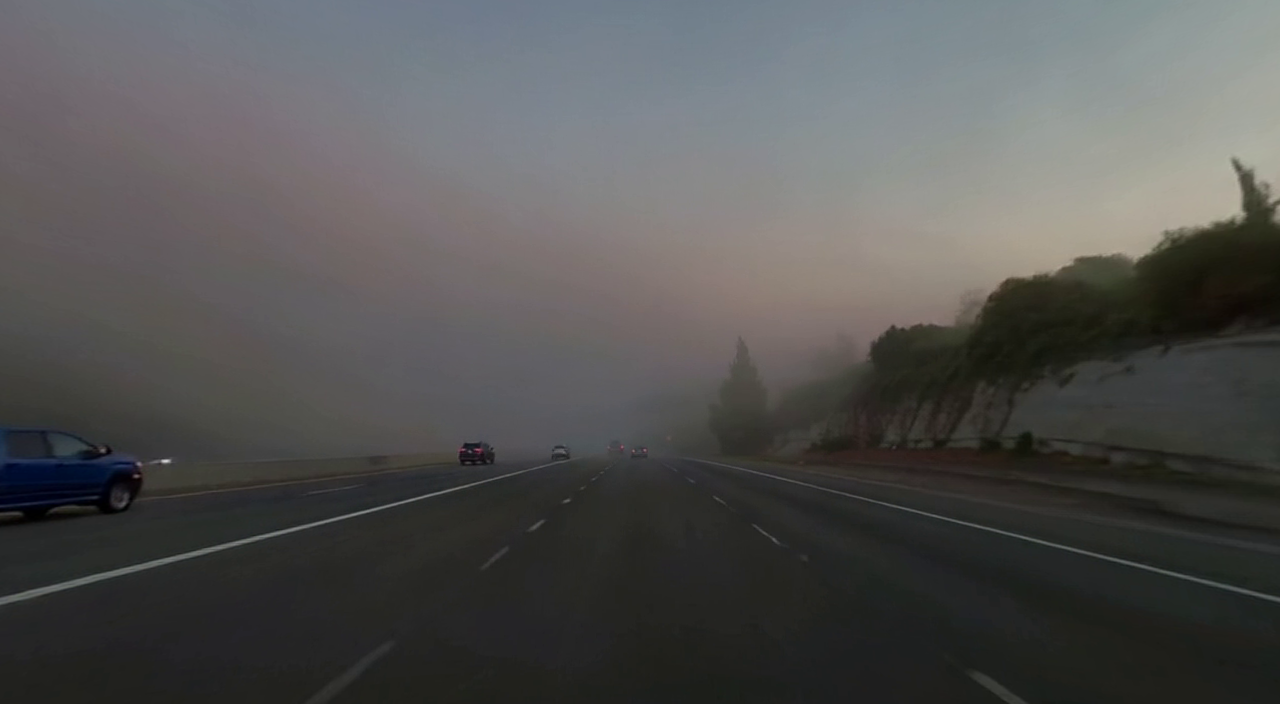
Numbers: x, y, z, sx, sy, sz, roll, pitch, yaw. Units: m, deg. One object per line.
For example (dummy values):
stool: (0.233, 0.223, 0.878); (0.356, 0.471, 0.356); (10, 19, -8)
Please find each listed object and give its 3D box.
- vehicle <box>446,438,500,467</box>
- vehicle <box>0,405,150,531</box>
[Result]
vehicle: (-10.833, 6.572, 41.427); (2.195, 1.795, 4.659); (0, -9, 1)
vehicle: (-10.630, 1.806, 9.877); (2.012, 1.875, 4.895); (0, -9, -1)
